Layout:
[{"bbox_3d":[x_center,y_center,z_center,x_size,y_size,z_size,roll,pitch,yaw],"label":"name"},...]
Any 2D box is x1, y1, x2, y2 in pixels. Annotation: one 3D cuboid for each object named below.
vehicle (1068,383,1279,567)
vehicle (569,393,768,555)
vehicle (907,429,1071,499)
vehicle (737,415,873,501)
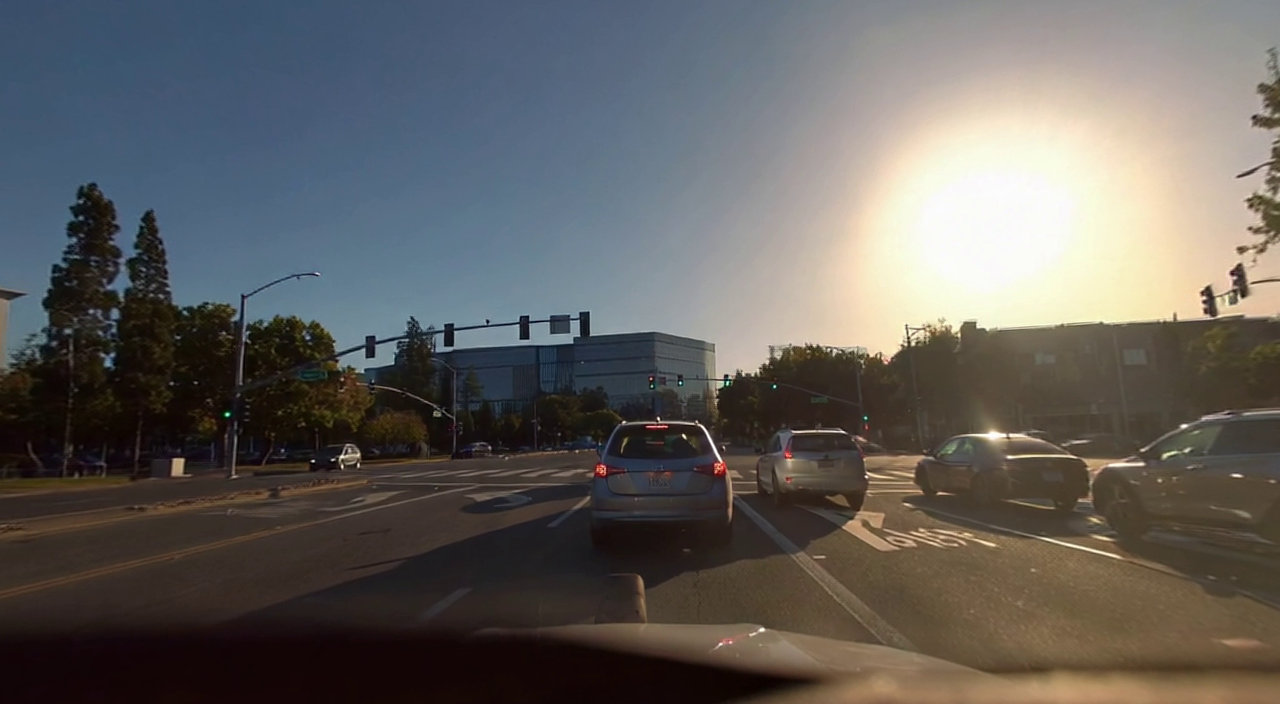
[{"bbox_3d":[7.380,1.339,7.075,2.074,1.791,4.393,0,-9,1],"label":"vehicle"},{"bbox_3d":[0.286,1.670,9.210,2.211,1.795,4.179,0,-9,-1],"label":"vehicle"},{"bbox_3d":[8.333,2.706,15.622,1.862,1.471,4.297,-1,-9,4],"label":"vehicle"},{"bbox_3d":[3.794,2.568,15.534,2.188,1.774,4.646,-1,-9,2],"label":"vehicle"}]
